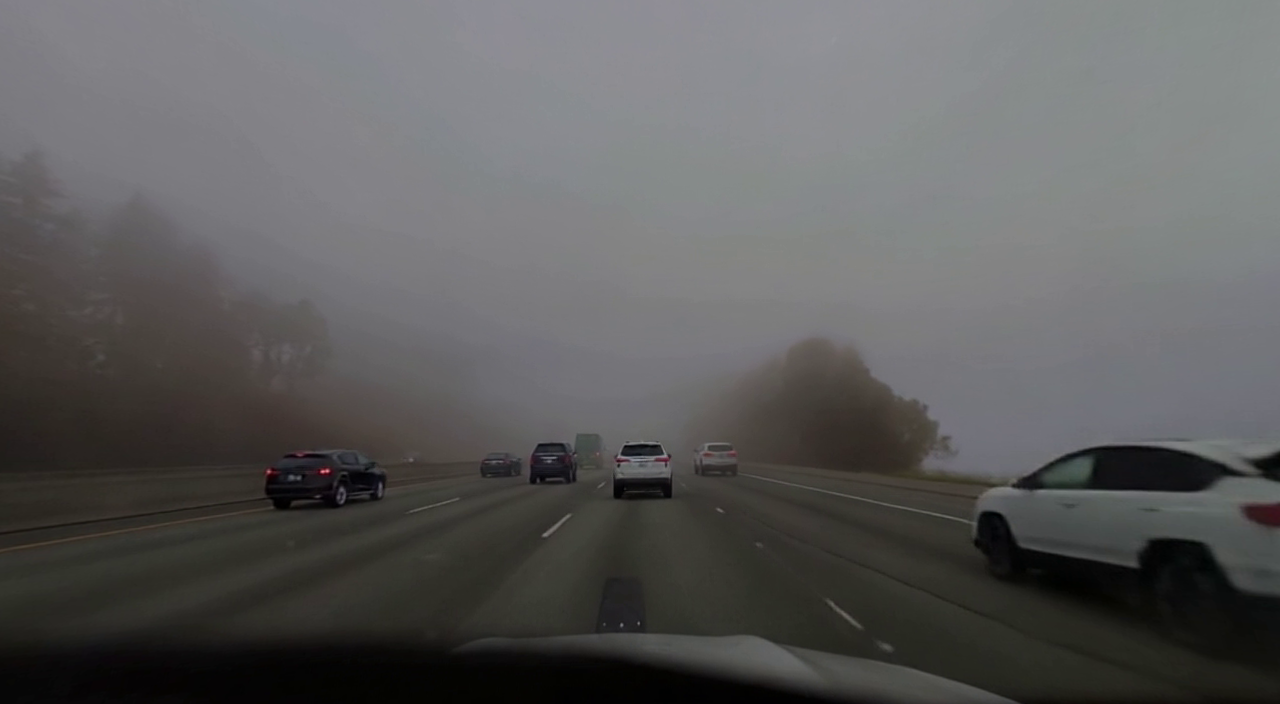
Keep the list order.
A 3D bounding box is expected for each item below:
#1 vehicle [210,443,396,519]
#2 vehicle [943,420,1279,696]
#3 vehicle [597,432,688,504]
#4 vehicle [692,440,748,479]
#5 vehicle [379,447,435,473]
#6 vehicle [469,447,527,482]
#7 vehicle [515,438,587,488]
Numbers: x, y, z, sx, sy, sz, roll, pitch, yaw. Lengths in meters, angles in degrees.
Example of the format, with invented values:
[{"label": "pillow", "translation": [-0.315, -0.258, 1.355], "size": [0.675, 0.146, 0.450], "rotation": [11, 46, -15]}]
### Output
[{"label": "vehicle", "translation": [-7.728, 2.963, 15.070], "size": [1.927, 1.514, 4.474], "rotation": [0, -9, 0]}, {"label": "vehicle", "translation": [4.460, 1.319, 4.781], "size": [2.006, 1.474, 4.669], "rotation": [0, -9, 0]}, {"label": "vehicle", "translation": [0.096, 3.136, 17.421], "size": [2.223, 1.722, 4.177], "rotation": [0, -9, 1]}, {"label": "vehicle", "translation": [4.017, 5.513, 32.681], "size": [2.175, 1.830, 5.173], "rotation": [0, -9, -1]}, {"label": "vehicle", "translation": [-16.488, 7.601, 44.792], "size": [2.096, 1.725, 4.835], "rotation": [0, -9, 0]}, {"label": "vehicle", "translation": [-7.084, 5.647, 31.883], "size": [1.931, 1.617, 4.060], "rotation": [0, -9, 1]}, {"label": "vehicle", "translation": [-3.427, 4.363, 25.098], "size": [2.142, 1.808, 4.266], "rotation": [0, -9, 1]}]
